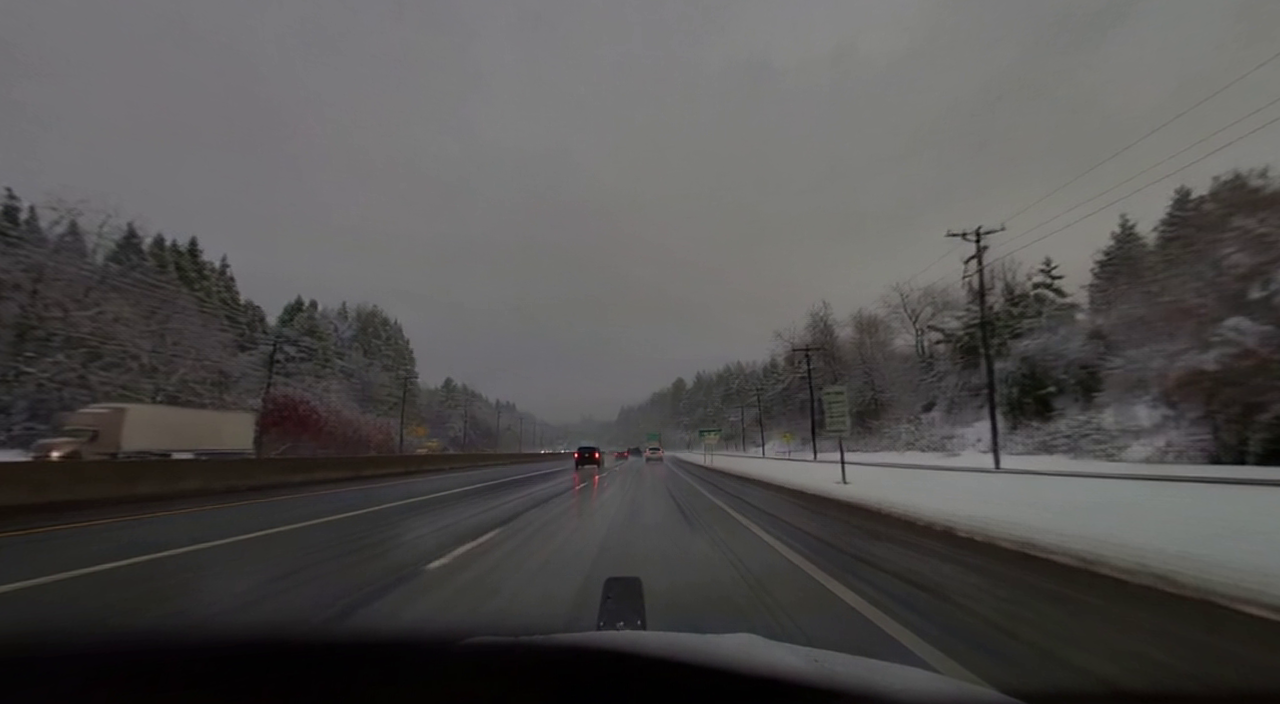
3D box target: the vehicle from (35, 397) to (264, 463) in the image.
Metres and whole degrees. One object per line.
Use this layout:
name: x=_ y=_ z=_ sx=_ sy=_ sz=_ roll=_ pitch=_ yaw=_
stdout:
vehicle: x=-33.870 y=5.935 z=45.529 sx=2.917 sy=3.848 sz=17.244 roll=0 pitch=-9 yaw=0

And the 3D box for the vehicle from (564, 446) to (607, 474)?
vehicle: x=-3.463 y=6.977 z=41.000 sx=2.263 sy=1.696 sz=4.321 roll=0 pitch=-9 yaw=1
